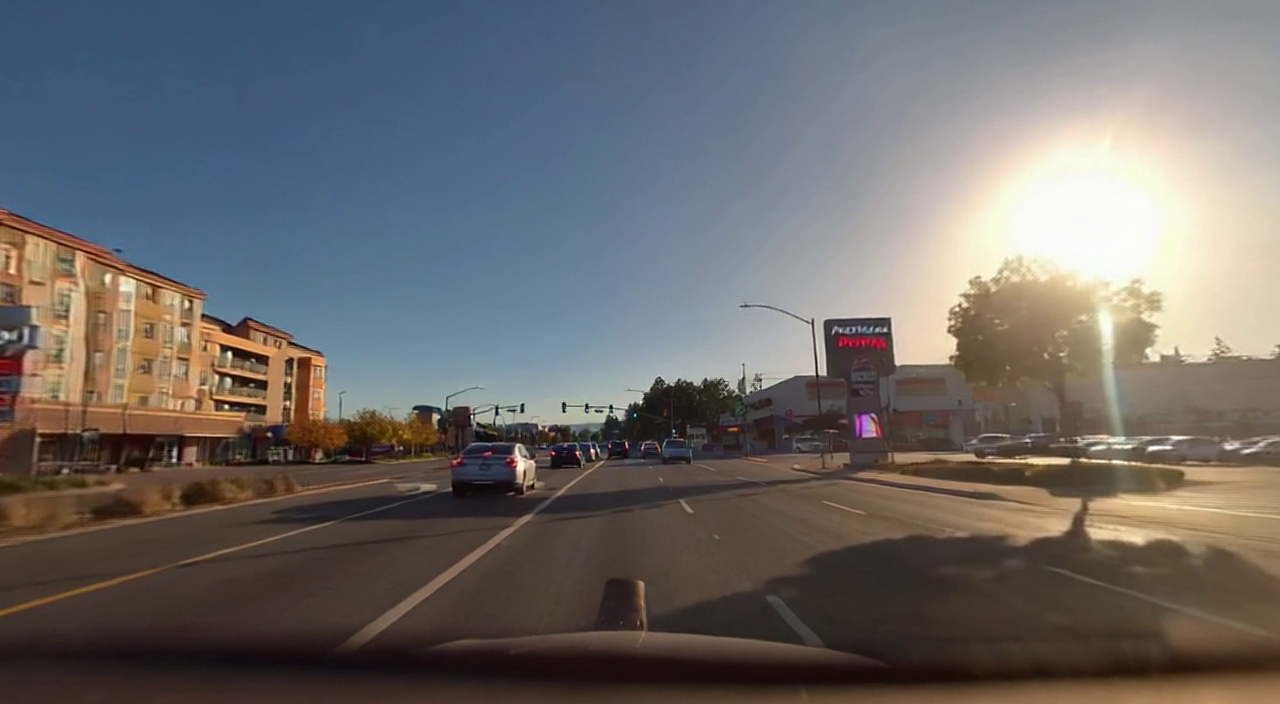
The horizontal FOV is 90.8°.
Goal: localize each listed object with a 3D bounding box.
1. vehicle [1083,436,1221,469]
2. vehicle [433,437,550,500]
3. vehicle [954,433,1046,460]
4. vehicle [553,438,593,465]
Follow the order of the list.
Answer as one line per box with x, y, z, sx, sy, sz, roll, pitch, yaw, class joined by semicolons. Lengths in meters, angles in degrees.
25.088;4.953;31.191;4.799;1.497;1.952;-4;-9;22;vehicle
-3.915;3.161;17.580;2.097;1.497;4.571;0;-8;0;vehicle
23.353;6.184;41.190;4.824;1.693;1.984;-3;-9;21;vehicle
-4.298;6.489;41.189;2.143;1.643;4.336;0;-8;0;vehicle
